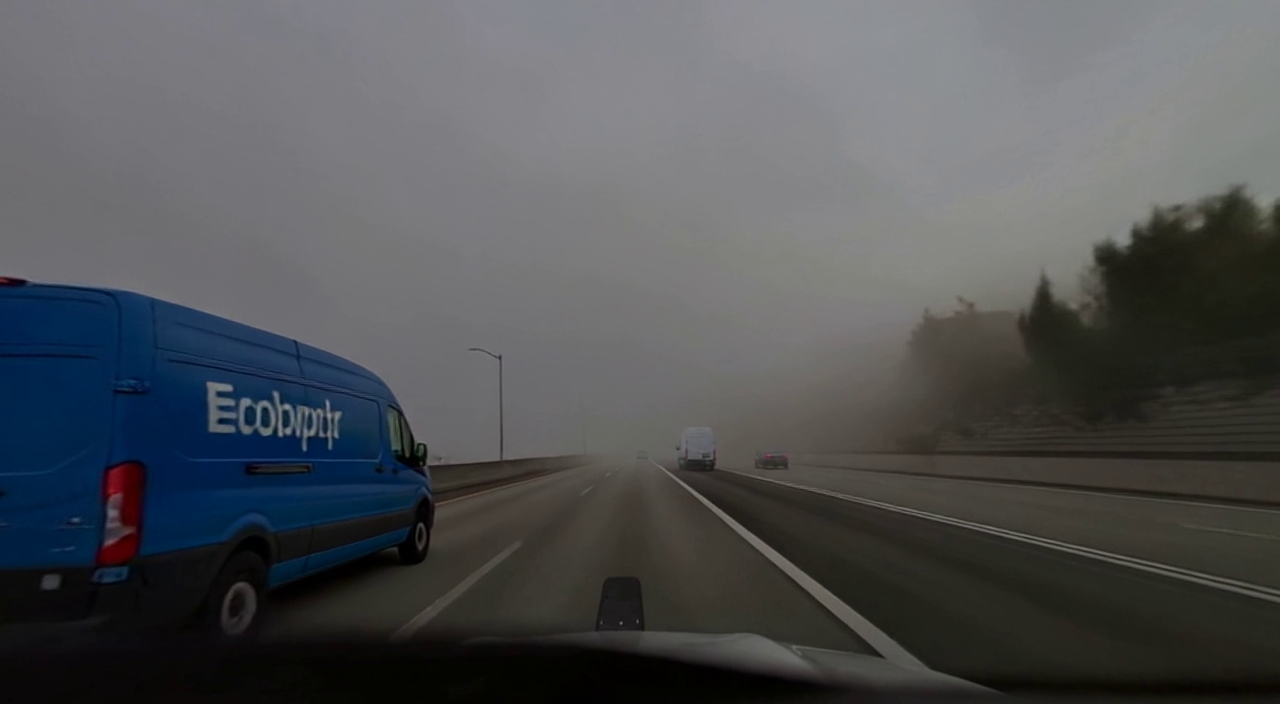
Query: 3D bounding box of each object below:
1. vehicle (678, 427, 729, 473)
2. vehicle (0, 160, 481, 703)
[{"bbox_3d":[3.722,5.936,38.182,2.373,2.561,5.922,0,-9,-1],"label":"vehicle"},{"bbox_3d":[-3.452,0.940,5.516,2.409,2.523,6.275,0,-9,1],"label":"vehicle"}]
